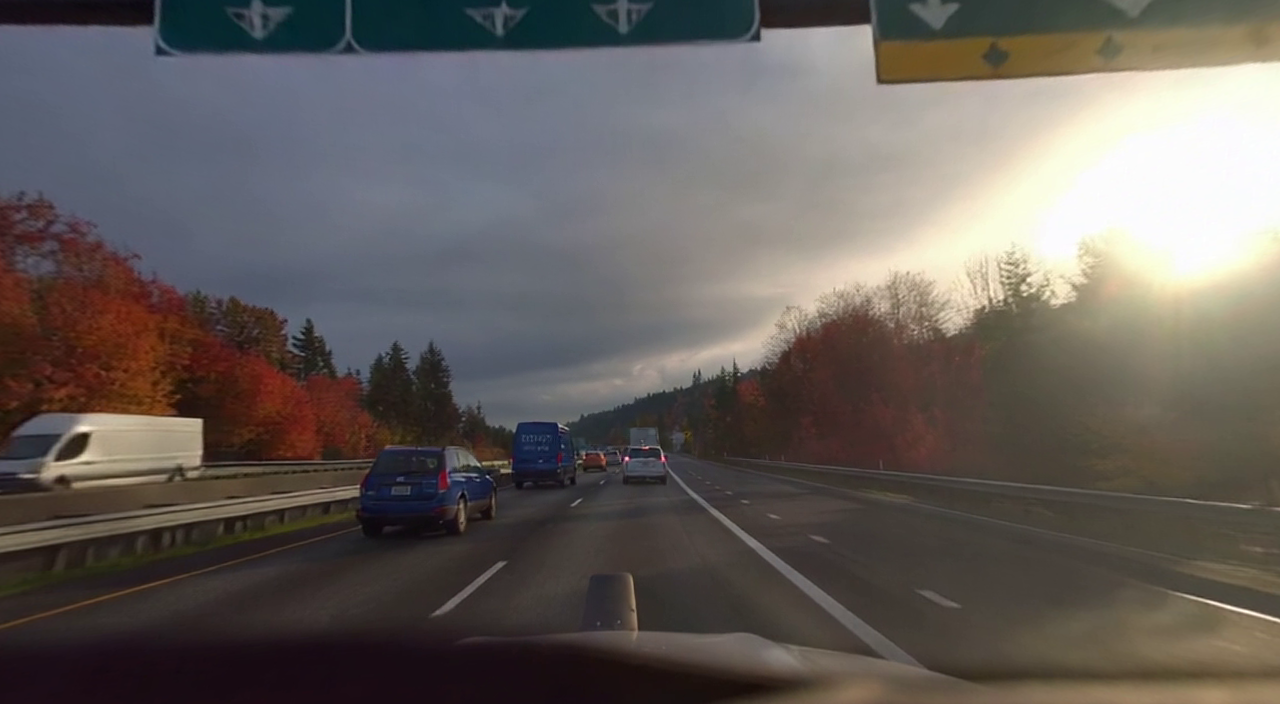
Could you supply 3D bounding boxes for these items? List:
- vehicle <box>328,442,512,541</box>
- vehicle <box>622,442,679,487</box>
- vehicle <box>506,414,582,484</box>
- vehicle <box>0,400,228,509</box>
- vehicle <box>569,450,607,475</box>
[{"bbox_3d":[-3.790,2.459,11.671,1.977,1.485,3.973,0,-9,0],"label":"vehicle"},{"bbox_3d":[0.421,4.626,26.023,2.195,1.679,4.070,0,-9,0],"label":"vehicle"},{"bbox_3d":[-3.990,4.222,27.279,2.275,2.692,5.810,0,-9,1],"label":"vehicle"},{"bbox_3d":[-22.171,4.260,26.389,2.958,3.709,9.339,-1,-9,2],"label":"vehicle"},{"bbox_3d":[-3.292,7.089,40.602,2.015,1.496,4.312,0,-9,1],"label":"vehicle"}]
